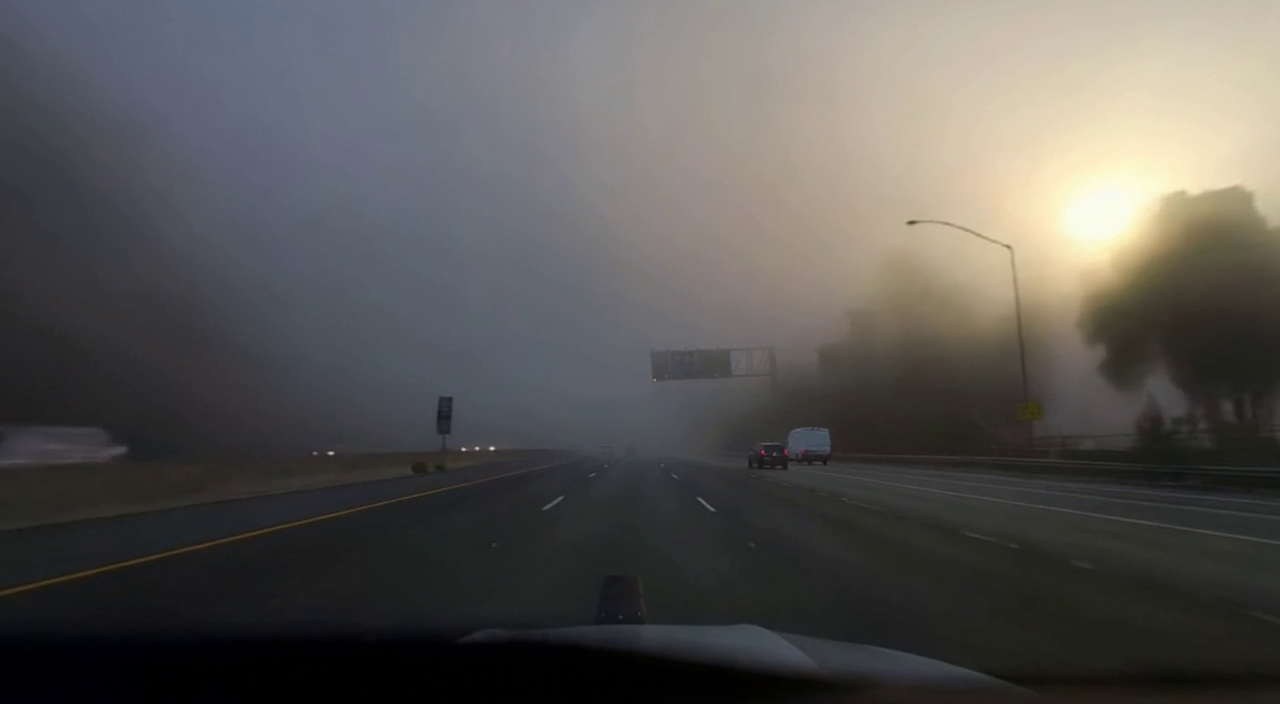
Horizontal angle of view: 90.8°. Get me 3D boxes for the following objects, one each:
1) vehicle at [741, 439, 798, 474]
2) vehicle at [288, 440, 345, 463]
[{"bbox_3d":[6.789,5.533,33.519,2.081,1.705,3.926,0,-9,-1],"label":"vehicle"},{"bbox_3d":[-25.248,7.823,49.541,1.928,1.692,4.781,0,-9,0],"label":"vehicle"}]
